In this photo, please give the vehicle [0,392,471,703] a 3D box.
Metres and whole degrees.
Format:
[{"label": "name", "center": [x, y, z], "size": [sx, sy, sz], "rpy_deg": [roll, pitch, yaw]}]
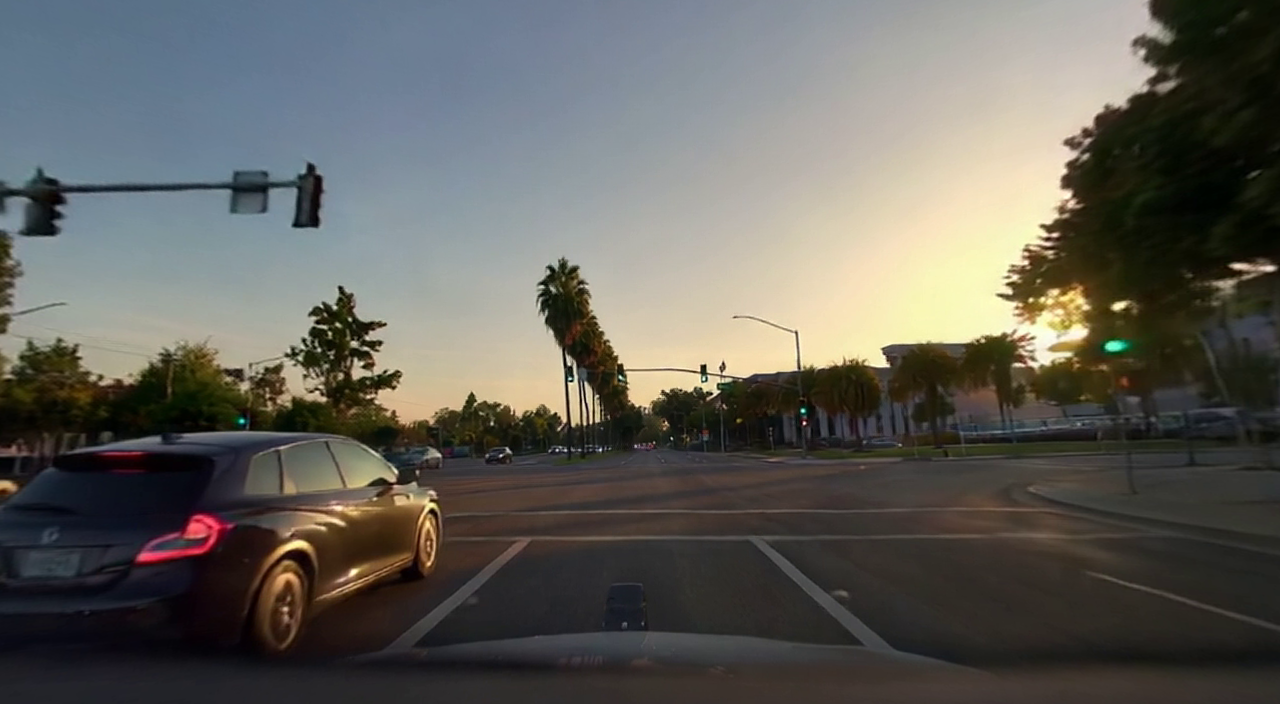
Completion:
[{"label": "vehicle", "center": [-3.081, 1.278, 4.825], "size": [2.162, 1.549, 4.795], "rpy_deg": [0, -8, 1]}]
